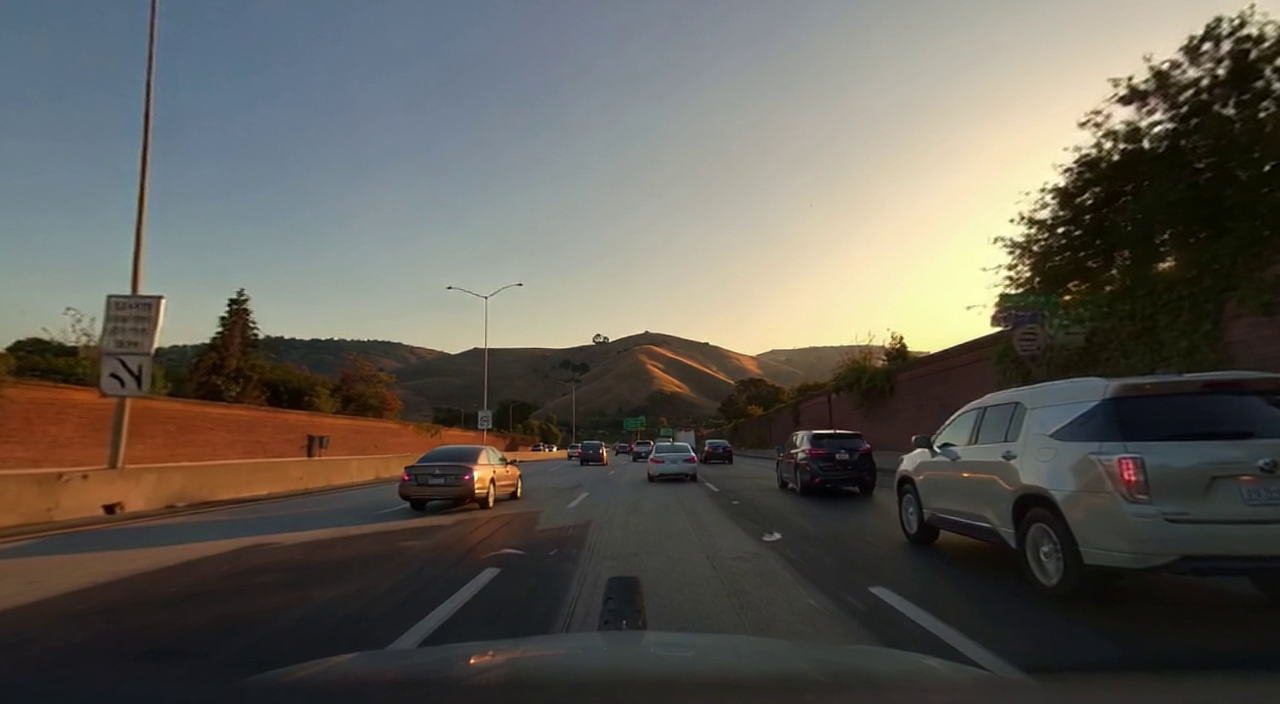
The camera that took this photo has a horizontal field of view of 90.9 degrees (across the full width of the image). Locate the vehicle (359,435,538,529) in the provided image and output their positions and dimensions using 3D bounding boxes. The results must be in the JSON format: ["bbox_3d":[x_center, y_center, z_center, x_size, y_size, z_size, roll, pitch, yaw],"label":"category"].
[{"bbox_3d":[-3.367,2.364,12.124,1.961,1.456,4.362,0,-8,2],"label":"vehicle"}]

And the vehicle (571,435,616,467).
[{"bbox_3d":[-2.680,5.845,37.422,2.154,1.793,4.736,0,-8,2],"label":"vehicle"}]

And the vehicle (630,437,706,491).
[{"bbox_3d":[0.736,3.376,19.429,2.105,1.471,3.978,0,-8,-1],"label":"vehicle"}]

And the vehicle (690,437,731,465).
[{"bbox_3d":[3.950,5.614,36.011,1.855,1.513,3.915,0,-8,-1],"label":"vehicle"}]

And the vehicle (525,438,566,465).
[{"bbox_3d":[-6.550,6.959,44.328,2.055,1.751,4.825,0,-8,1],"label":"vehicle"}]

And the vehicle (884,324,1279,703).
[{"bbox_3d":[3.767,1.083,4.960,1.930,1.831,4.344,0,-8,0],"label":"vehicle"}]

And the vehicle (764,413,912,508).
[{"bbox_3d":[4.375,2.481,14.829,1.970,1.872,4.575,0,-8,0],"label":"vehicle"}]
